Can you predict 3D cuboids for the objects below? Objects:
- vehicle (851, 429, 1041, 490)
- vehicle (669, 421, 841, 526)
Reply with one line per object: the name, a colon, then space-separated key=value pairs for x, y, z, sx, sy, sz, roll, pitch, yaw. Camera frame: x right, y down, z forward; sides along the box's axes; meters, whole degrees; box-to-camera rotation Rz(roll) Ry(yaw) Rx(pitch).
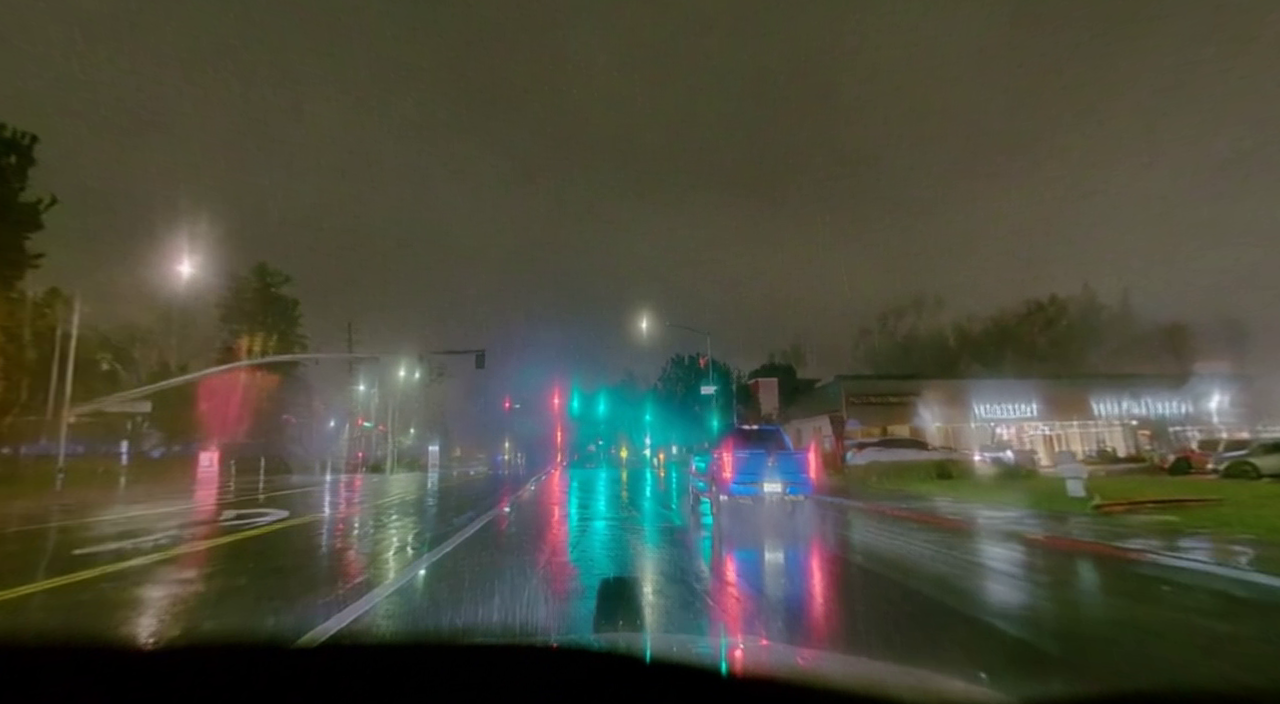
vehicle: x=14.107 y=5.043 z=29.483 sx=7.551 sy=2.142 sz=2.896 roll=5 pitch=-10 yaw=-5
vehicle: x=2.296 y=2.680 z=14.689 sx=2.402 sy=1.922 sz=5.677 roll=1 pitch=-8 yaw=-6
